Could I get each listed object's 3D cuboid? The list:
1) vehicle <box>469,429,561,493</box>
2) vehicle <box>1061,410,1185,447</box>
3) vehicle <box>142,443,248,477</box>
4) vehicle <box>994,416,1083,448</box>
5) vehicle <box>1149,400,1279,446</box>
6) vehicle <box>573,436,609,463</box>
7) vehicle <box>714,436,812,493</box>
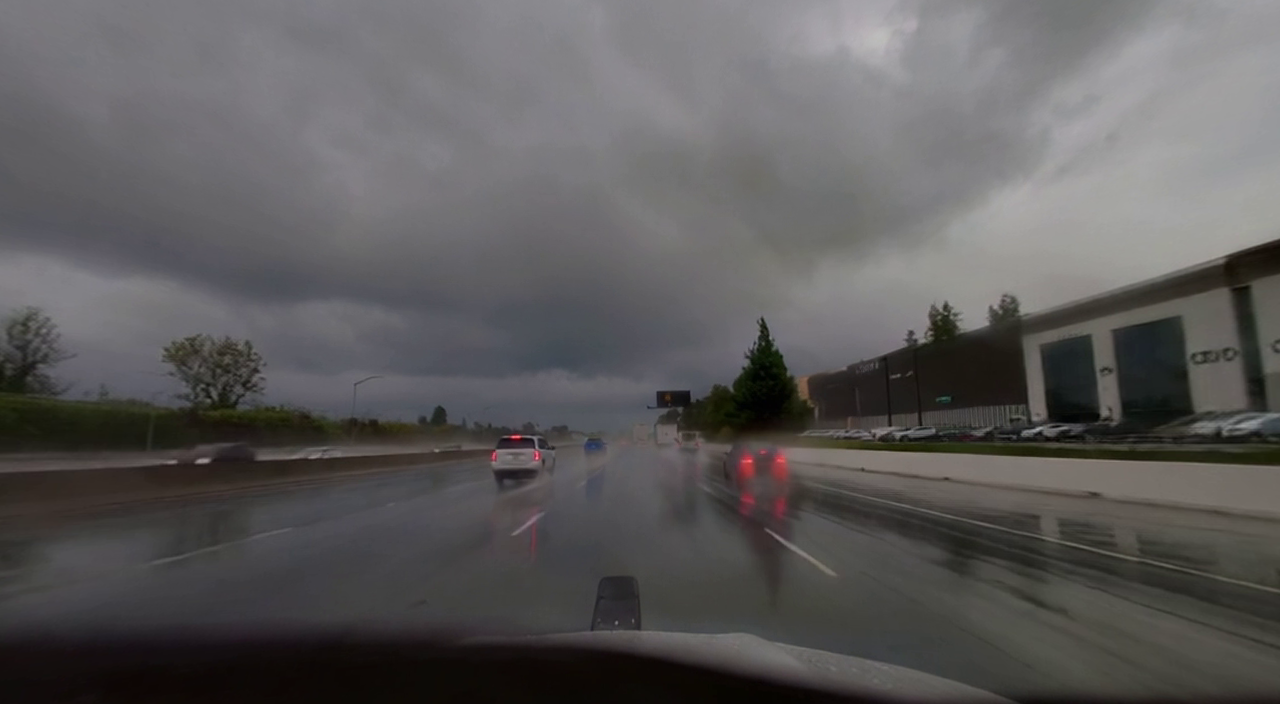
[{"bbox_3d":[-3.805,3.407,20.086,1.987,1.765,4.508,0,-8,0],"label":"vehicle"},{"bbox_3d":[27.649,4.507,36.559,2.202,1.863,6.272,-1,-9,0],"label":"vehicle"},{"bbox_3d":[-21.015,5.086,30.084,1.878,1.500,4.292,0,-8,0],"label":"vehicle"},{"bbox_3d":[27.539,5.655,43.974,2.031,1.963,6.154,-2,-9,-1],"label":"vehicle"},{"bbox_3d":[27.724,3.446,29.920,2.235,1.862,5.983,-1,-9,0],"label":"vehicle"},{"bbox_3d":[-3.712,7.558,49.084,2.410,1.981,5.355,0,-8,0],"label":"vehicle"},{"bbox_3d":[3.634,3.415,19.590,1.957,1.510,4.643,0,-8,-2],"label":"vehicle"}]
